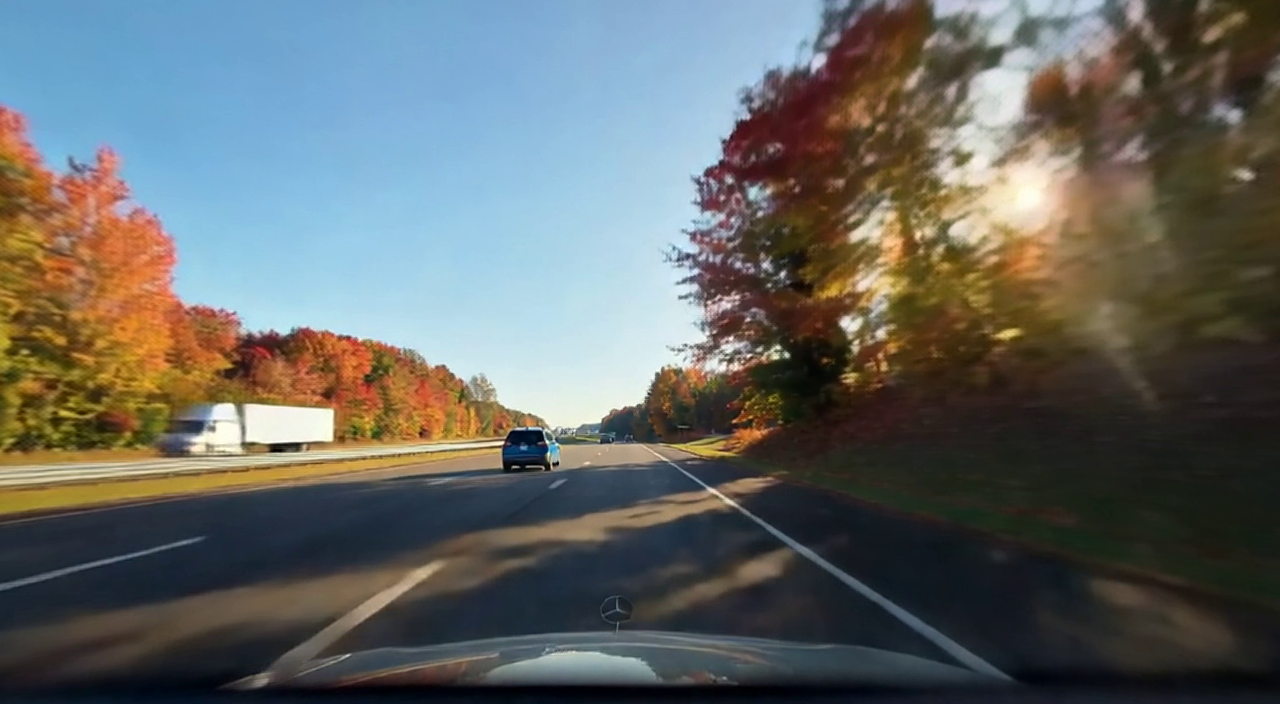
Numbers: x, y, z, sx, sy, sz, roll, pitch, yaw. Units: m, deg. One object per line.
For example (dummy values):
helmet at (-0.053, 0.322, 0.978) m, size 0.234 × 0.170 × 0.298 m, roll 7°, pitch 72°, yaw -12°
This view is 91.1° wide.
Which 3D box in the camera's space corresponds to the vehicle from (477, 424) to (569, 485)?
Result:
vehicle at (-3.542, 3.183, 19.898) m, size 2.057 × 1.666 × 4.552 m, roll 0°, pitch -8°, yaw 0°

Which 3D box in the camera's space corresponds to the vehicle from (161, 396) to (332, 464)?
vehicle at (-26.356, 5.509, 43.726) m, size 2.855 × 3.931 × 14.552 m, roll 0°, pitch -8°, yaw -1°
